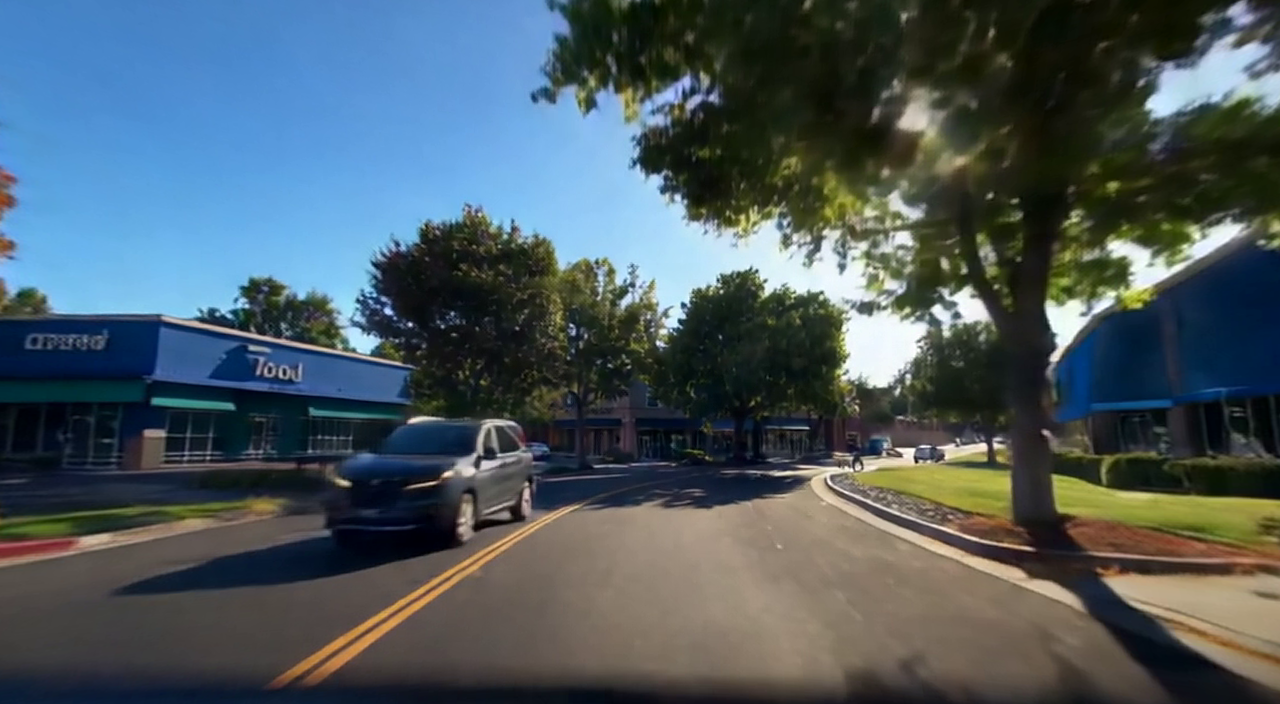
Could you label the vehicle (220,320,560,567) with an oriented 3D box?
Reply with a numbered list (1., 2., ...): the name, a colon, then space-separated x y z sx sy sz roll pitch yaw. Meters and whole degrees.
1. vehicle: -3.399 1.573 10.983 2.489 2.884 6.940 -1 -9 6
